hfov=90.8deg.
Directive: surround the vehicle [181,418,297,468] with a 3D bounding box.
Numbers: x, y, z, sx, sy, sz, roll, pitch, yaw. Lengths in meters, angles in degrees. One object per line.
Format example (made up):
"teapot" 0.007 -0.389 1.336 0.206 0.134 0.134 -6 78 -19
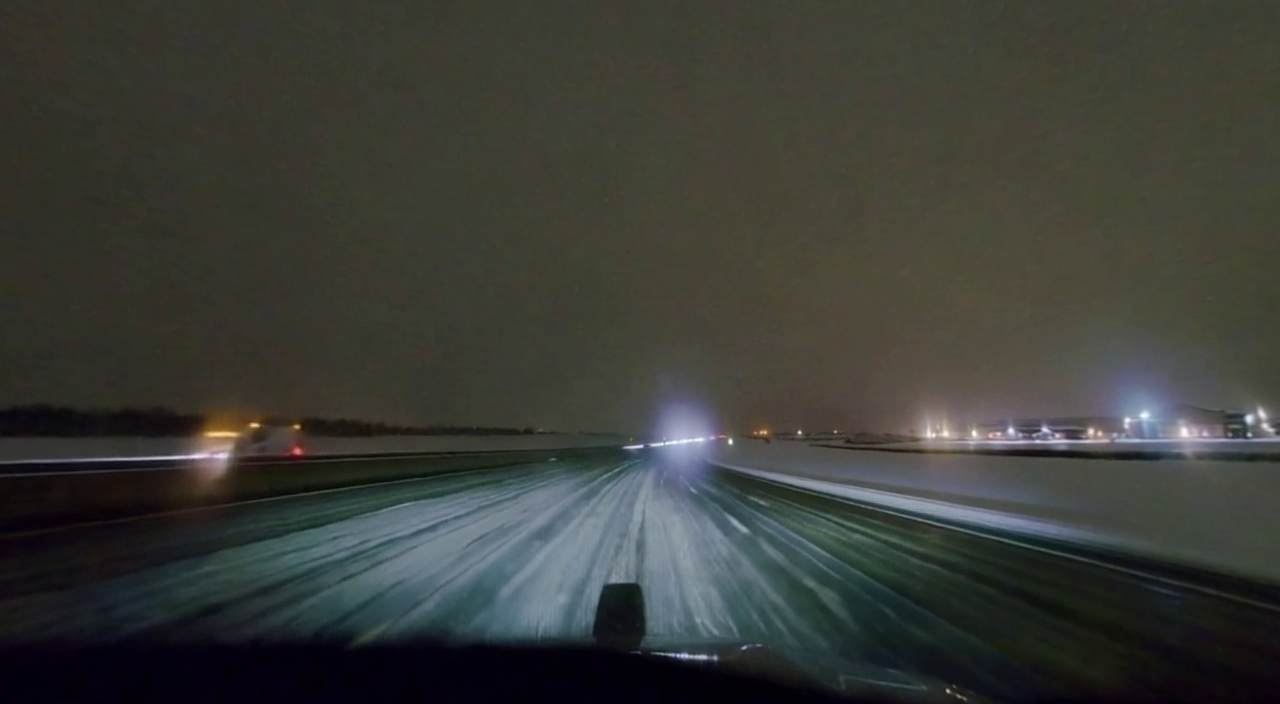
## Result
"vehicle" -23.766 5.496 37.879 2.226 2.674 6.850 -1 -9 2
